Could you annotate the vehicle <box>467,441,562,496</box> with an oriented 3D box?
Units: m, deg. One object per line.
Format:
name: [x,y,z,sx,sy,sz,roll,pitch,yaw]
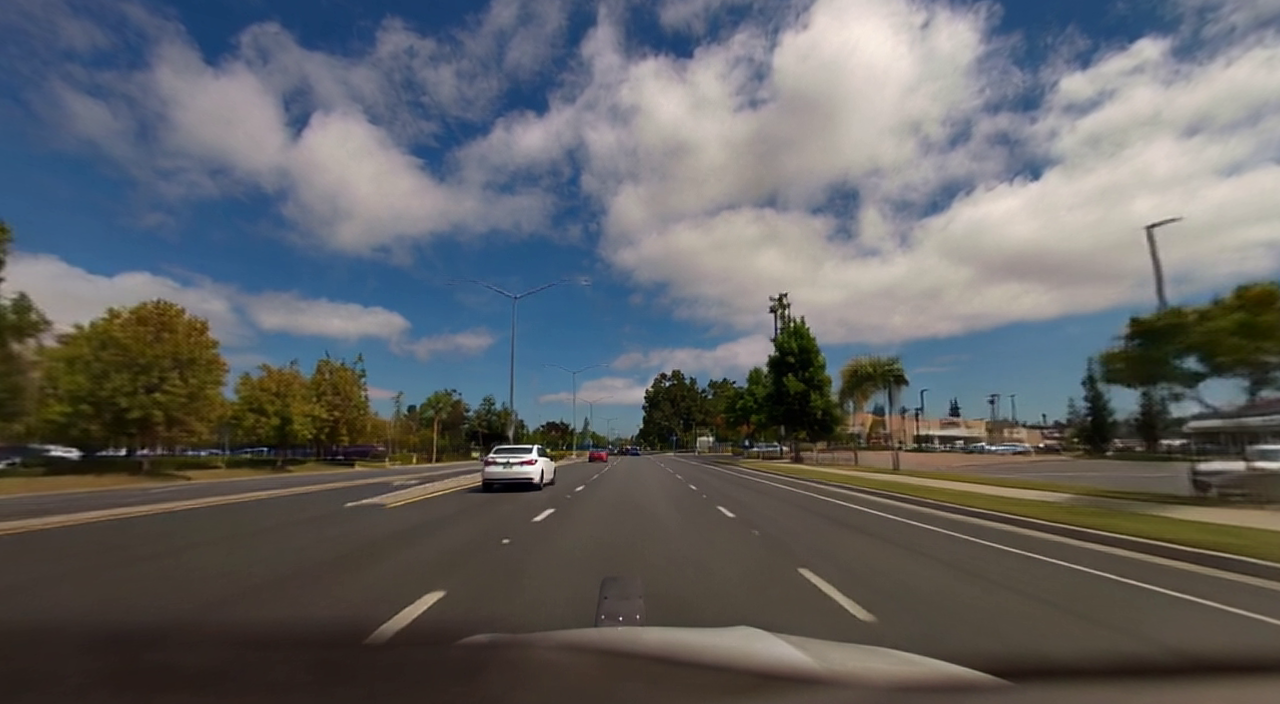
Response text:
vehicle: [-3.679,3.495,19.353,2.003,1.454,4.484,0,-9,0]
